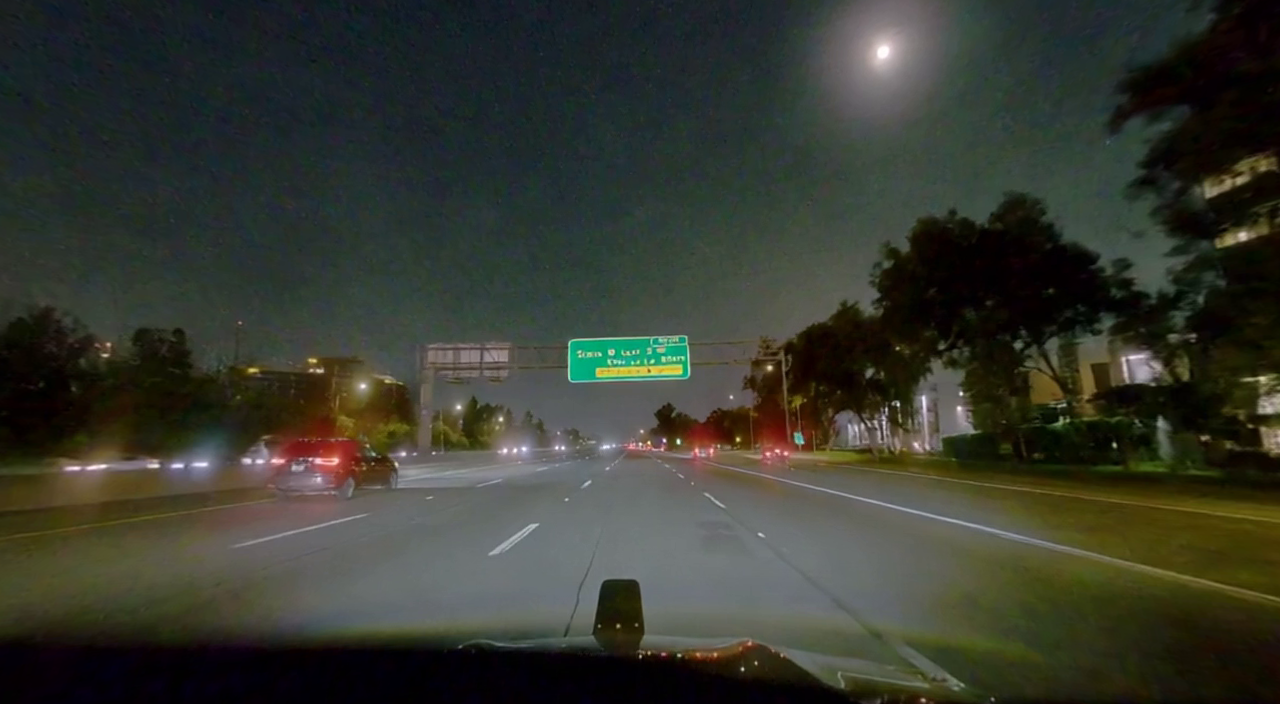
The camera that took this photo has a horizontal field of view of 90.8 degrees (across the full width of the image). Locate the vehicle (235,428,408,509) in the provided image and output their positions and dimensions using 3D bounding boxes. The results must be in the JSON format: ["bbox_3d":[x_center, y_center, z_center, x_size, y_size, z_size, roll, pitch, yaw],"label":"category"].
[{"bbox_3d":[-7.696,2.843,15.886,2.089,1.724,4.327,0,-9,0],"label":"vehicle"}]

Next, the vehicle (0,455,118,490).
[{"bbox_3d":[-28.044,5.725,30.337,1.979,1.489,4.664,0,-9,0],"label":"vehicle"}]

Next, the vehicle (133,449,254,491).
[{"bbox_3d":[-17.283,4.561,24.742,1.816,1.433,3.993,-1,-9,0],"label":"vehicle"}]
